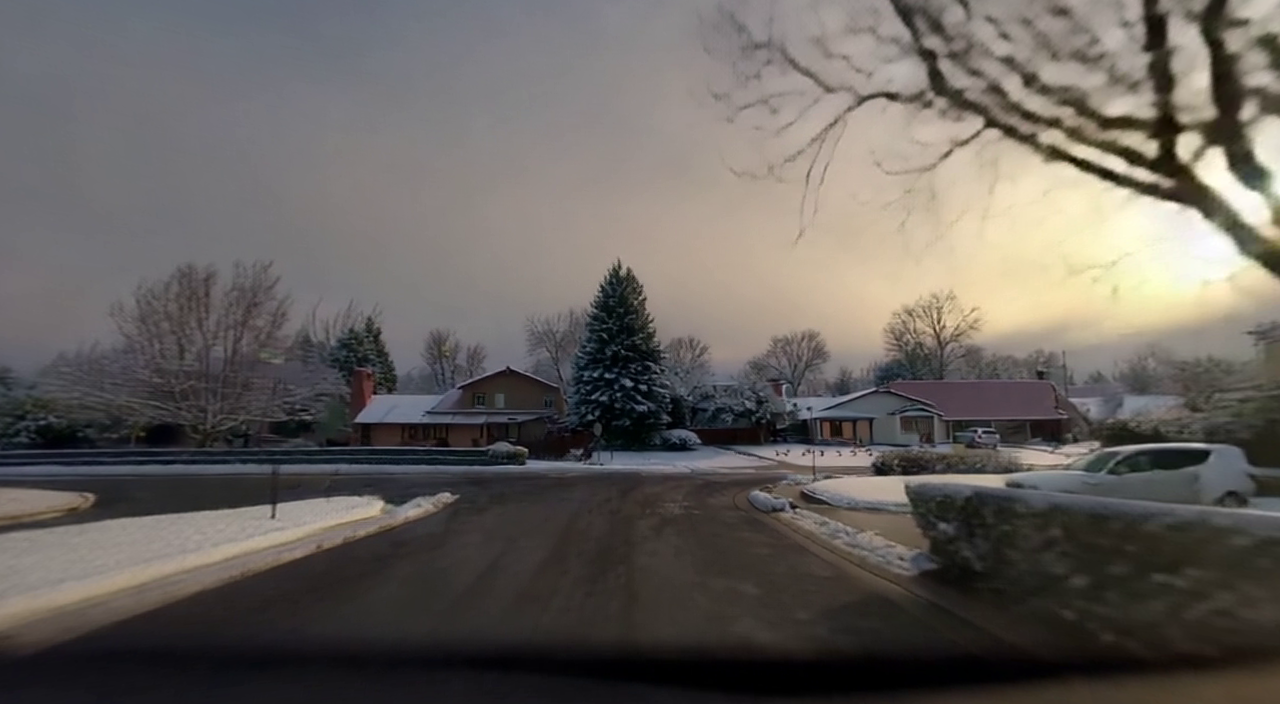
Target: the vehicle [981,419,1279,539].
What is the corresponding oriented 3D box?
[{"bbox_3d":[8.987,2.137,10.983,4.801,1.788,2.073,-3,-7,6],"label":"vehicle"}]
